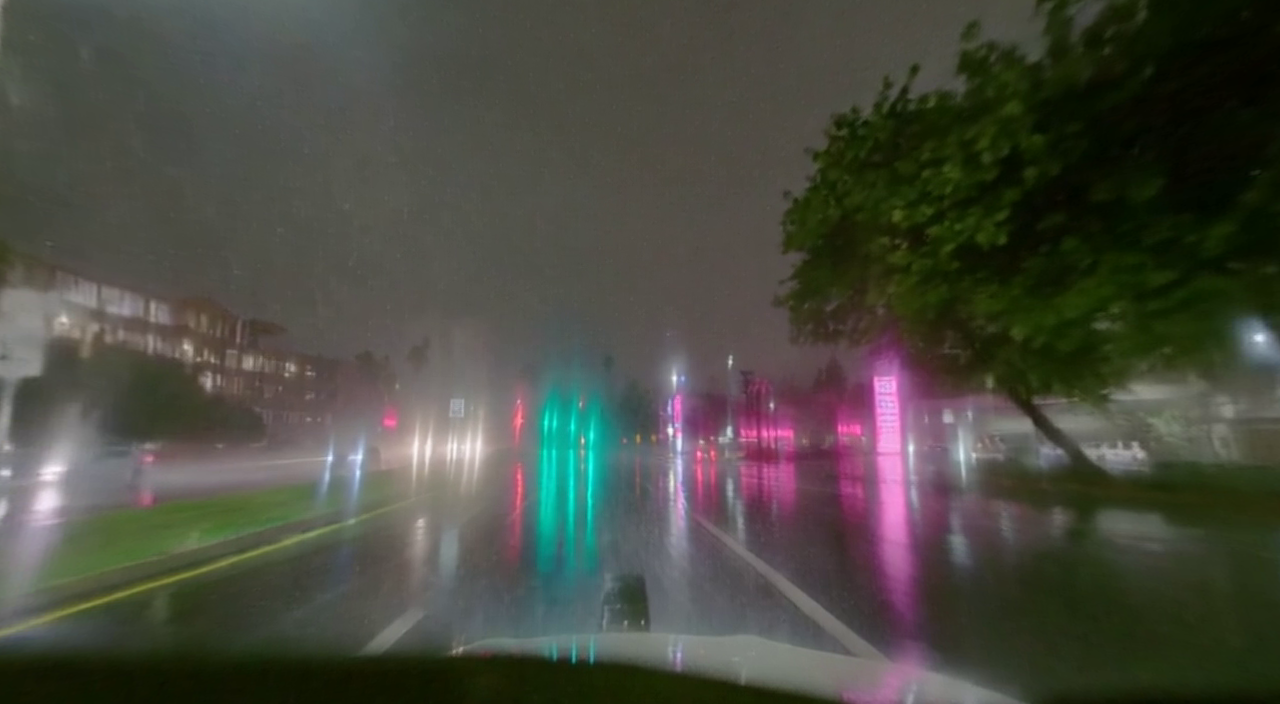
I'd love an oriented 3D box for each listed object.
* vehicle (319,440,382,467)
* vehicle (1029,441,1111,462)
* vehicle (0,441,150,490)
[{"bbox_3d":[-17.524,6.147,38.368,1.996,1.513,4.278,0,-8,-4],"label":"vehicle"},{"bbox_3d":[31.639,7.330,46.479,4.490,1.425,2.022,0,-8,1],"label":"vehicle"},{"bbox_3d":[-20.521,4.047,22.905,1.954,1.577,4.590,0,-8,-5],"label":"vehicle"}]
